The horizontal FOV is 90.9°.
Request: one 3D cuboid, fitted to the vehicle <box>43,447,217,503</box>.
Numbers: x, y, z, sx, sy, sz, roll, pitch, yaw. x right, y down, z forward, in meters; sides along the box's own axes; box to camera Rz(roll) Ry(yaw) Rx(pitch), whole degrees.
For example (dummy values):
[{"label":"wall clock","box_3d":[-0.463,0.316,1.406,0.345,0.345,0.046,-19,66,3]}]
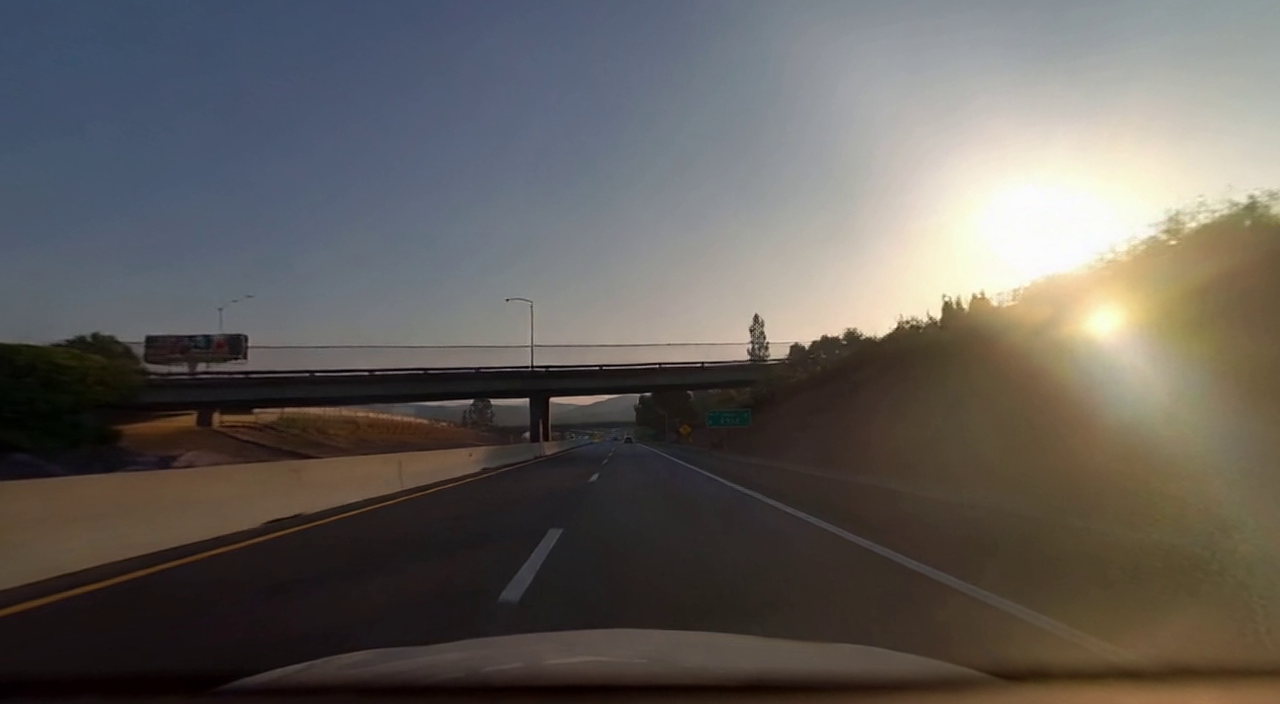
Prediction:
[{"label":"vehicle","box_3d":[-15.520,3.730,19.576,1.815,1.440,4.431,0,-8,-2]}]
